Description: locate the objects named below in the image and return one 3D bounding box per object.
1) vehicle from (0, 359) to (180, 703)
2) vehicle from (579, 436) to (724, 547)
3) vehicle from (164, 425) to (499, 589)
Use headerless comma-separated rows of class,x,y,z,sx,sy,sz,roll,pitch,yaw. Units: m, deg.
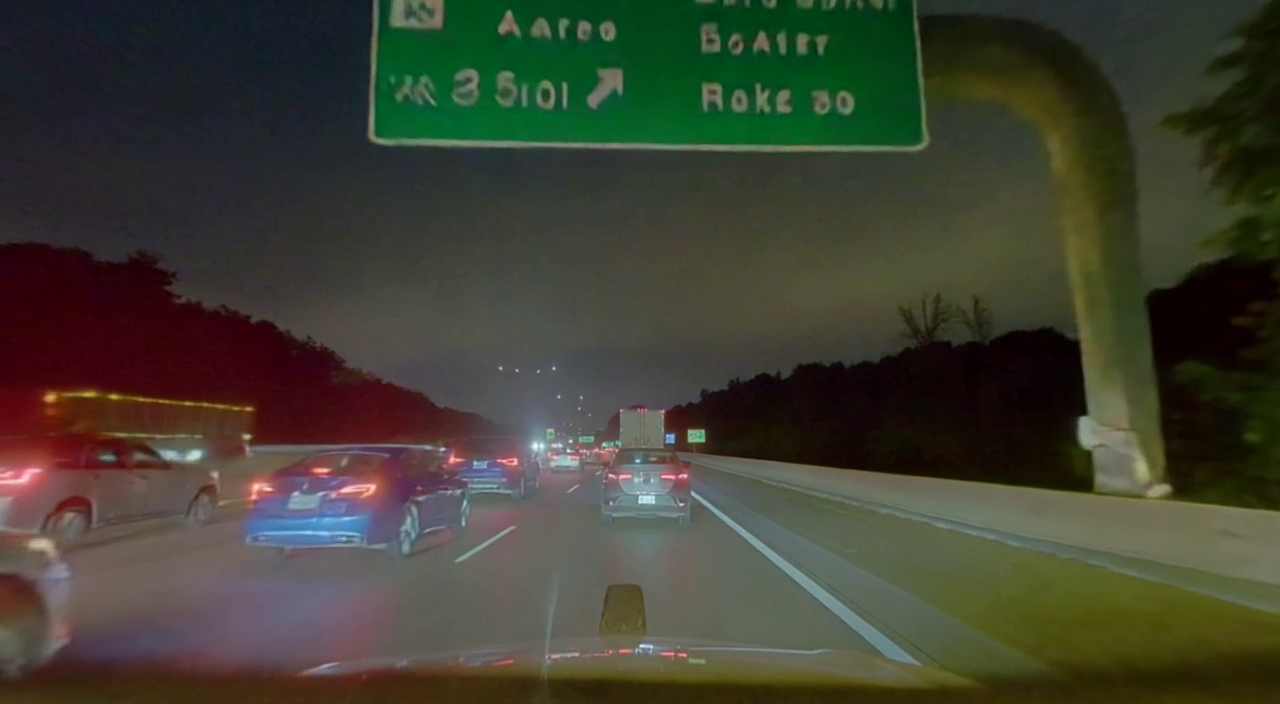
vehicle,-3.661,0.663,1.285,2.165,1.638,4.317,0,-9,0
vehicle,0.161,2.178,10.396,1.995,1.495,3.380,0,-9,0
vehicle,-3.336,1.761,8.017,1.980,1.491,4.340,0,-9,1
